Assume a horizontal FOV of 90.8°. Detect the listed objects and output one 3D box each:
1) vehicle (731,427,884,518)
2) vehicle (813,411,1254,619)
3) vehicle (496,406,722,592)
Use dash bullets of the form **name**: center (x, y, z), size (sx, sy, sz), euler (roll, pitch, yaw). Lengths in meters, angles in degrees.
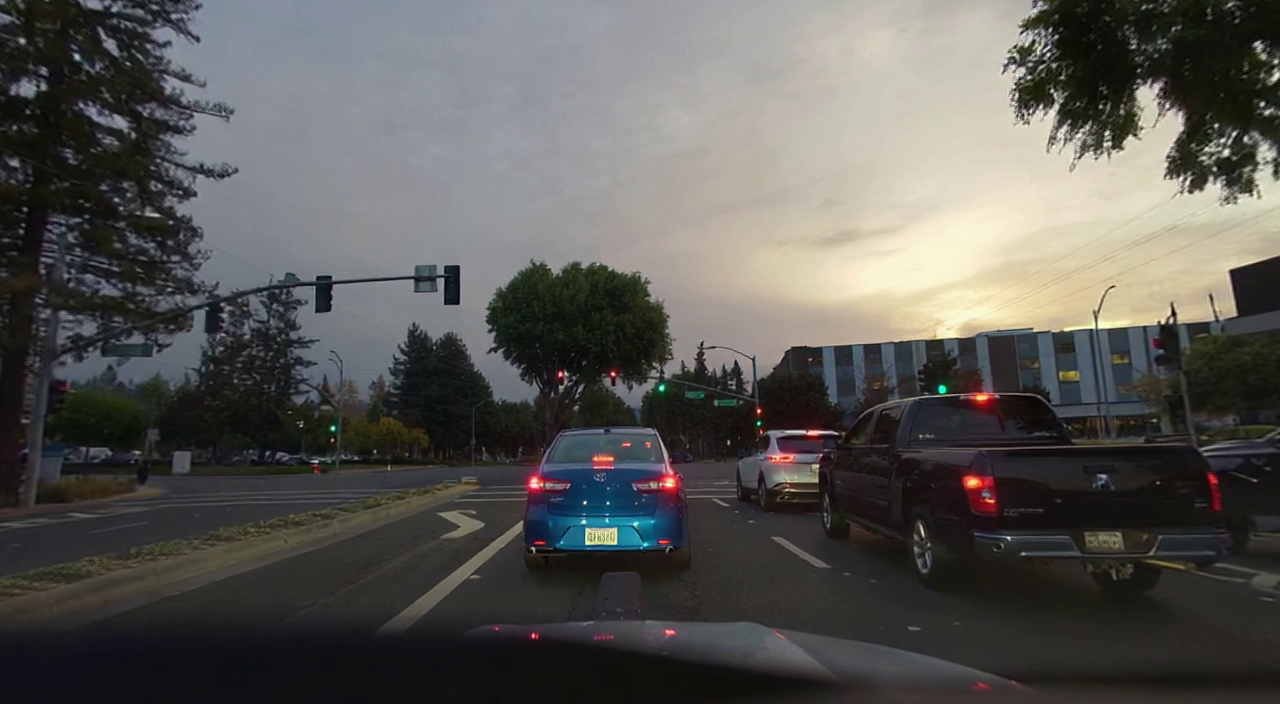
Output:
- **vehicle**: center (3.378, 2.521, 13.734), size (2.031, 1.626, 4.264), euler (0, -8, -1)
- **vehicle**: center (3.607, 1.567, 7.117), size (1.955, 1.550, 4.587), euler (0, -8, -1)
- **vehicle**: center (-0.273, 1.606, 7.640), size (2.037, 1.674, 3.693), euler (0, -8, 0)
